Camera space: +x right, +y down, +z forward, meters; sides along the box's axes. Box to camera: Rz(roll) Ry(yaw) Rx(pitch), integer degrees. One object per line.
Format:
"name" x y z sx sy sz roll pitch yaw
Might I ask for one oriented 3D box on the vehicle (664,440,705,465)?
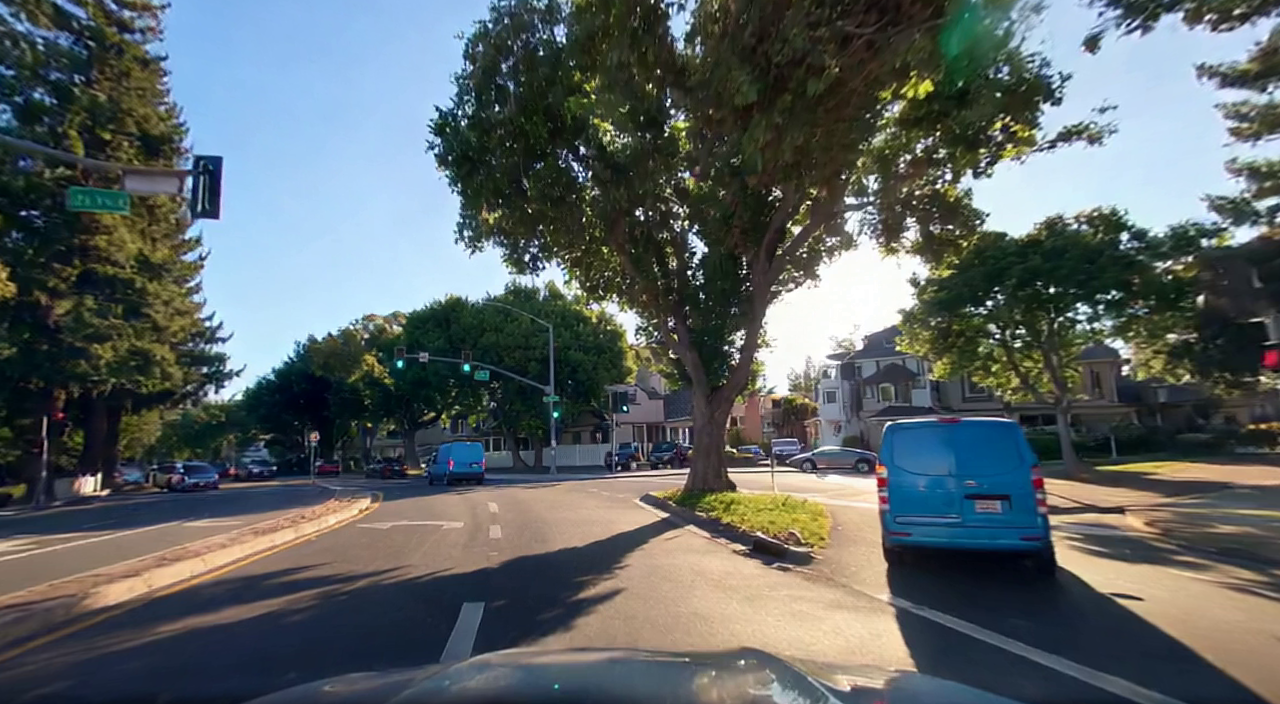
"vehicle" 3.558 7.833 49.423 1.894 1.816 4.213 -4 -9 23

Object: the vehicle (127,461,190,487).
"vehicle" -37.910 9.552 49.687 5.175 1.791 2.008 -5 -10 31

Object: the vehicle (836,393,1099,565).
"vehicle" 4.217 1.701 9.093 2.133 1.821 4.254 -2 -9 11

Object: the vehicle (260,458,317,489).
"vehicle" -19.424 6.636 34.812 1.952 1.461 4.377 6 -11 -38

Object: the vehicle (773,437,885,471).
"vehicle" 8.489 4.646 28.796 4.509 1.481 2.027 -1 -9 5

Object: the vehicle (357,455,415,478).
"vehicle" -17.452 7.817 43.291 4.386 1.445 2.008 -8 -12 43

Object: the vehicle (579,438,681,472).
"vehicle" -0.667 6.550 40.383 6.104 2.026 2.514 -5 -10 28

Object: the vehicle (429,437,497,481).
"vehicle" -9.552 5.698 33.888 2.213 2.124 4.809 5 -10 -31

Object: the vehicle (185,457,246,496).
"vehicle" -22.456 6.491 33.343 2.078 1.783 4.670 7 -11 -39
